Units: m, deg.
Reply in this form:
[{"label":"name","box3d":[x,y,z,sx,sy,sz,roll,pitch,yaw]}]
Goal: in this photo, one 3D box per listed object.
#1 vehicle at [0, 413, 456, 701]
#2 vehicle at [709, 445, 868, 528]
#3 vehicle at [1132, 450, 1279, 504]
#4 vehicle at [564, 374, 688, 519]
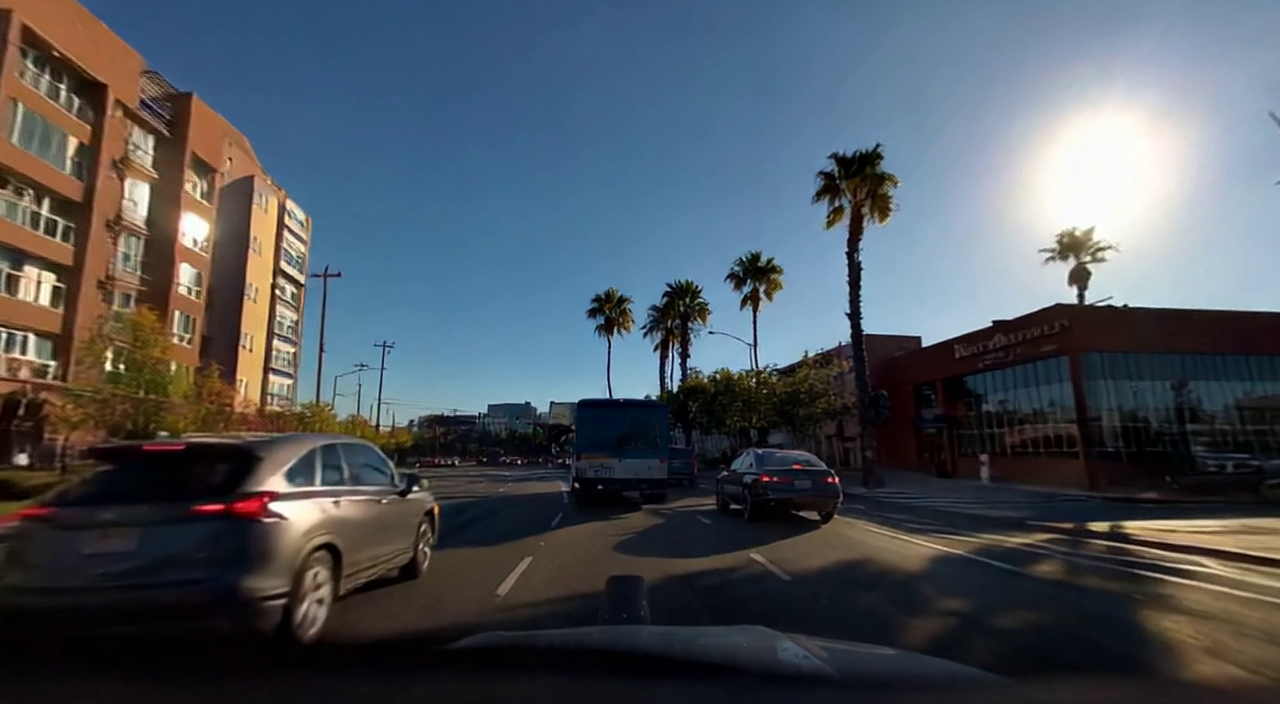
[{"label":"vehicle","box3d":[-3.292,1.452,5.707,2.033,1.555,4.408,0,-9,-2]},{"label":"vehicle","box3d":[3.042,2.844,14.064,1.978,1.507,4.636,1,-9,-6]},{"label":"vehicle","box3d":[19.596,4.078,20.869,1.942,1.583,4.579,3,-9,-23]},{"label":"vehicle","box3d":[-0.603,2.383,15.946,2.517,2.926,6.177,1,-9,-6]}]
